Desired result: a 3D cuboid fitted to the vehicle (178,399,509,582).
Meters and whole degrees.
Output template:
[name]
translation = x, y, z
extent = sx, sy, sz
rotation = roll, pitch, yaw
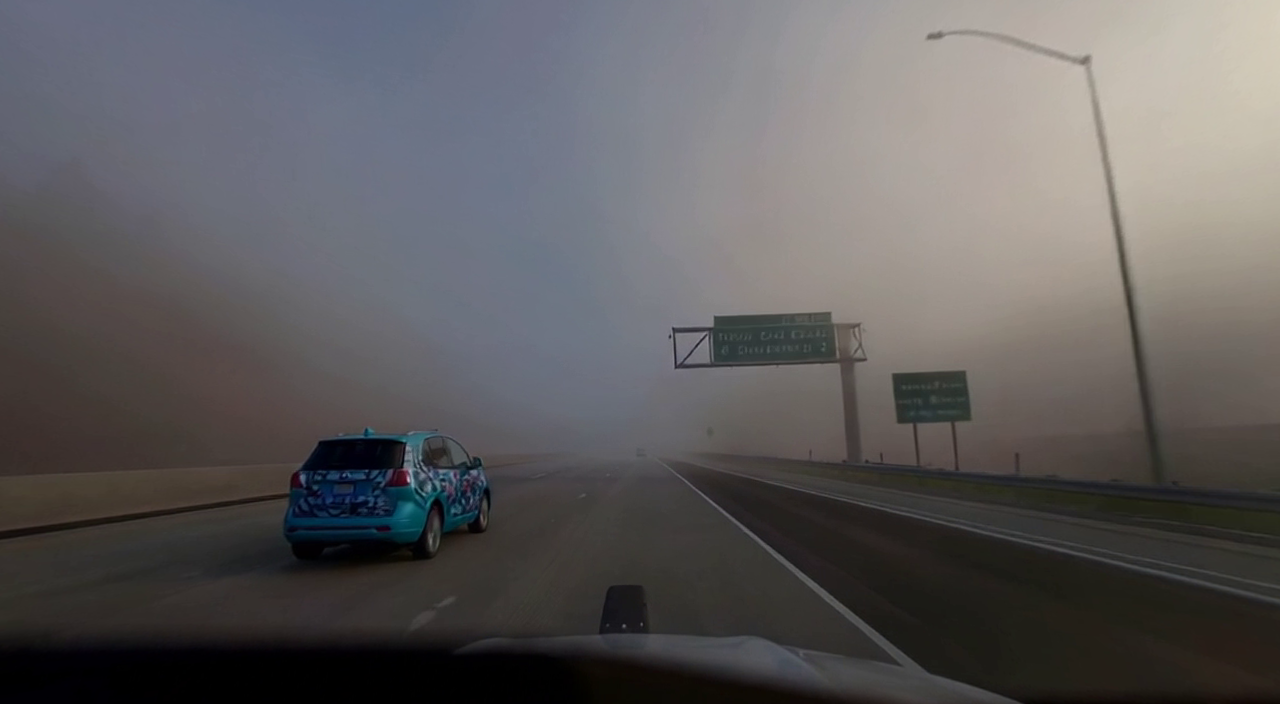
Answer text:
[vehicle]
translation = -3.438, 1.714, 8.666
extent = 2.183, 1.803, 4.685
rotation = 0, -8, 1
